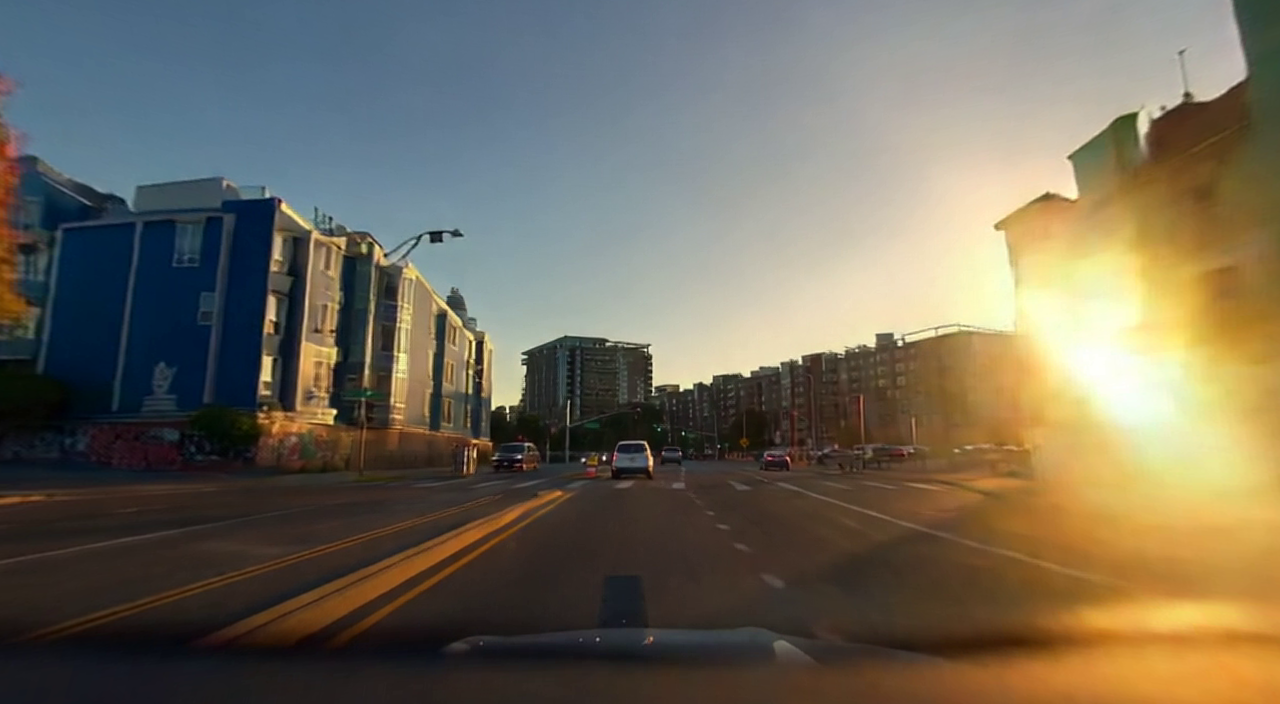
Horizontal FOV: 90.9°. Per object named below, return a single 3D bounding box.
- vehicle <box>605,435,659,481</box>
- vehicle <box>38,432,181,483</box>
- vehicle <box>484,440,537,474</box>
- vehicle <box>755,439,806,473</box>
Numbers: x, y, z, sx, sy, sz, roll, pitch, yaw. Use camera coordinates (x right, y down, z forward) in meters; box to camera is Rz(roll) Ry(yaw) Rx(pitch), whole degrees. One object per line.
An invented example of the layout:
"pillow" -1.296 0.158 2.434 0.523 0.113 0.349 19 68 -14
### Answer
"vehicle" -0.319 4.581 27.591 2.160 1.786 4.702 0 -8 0
"vehicle" -39.031 7.784 46.622 7.491 3.562 2.925 1 -8 -4
"vehicle" -8.376 6.821 41.280 2.393 2.059 4.739 0 -8 2
"vehicle" 7.637 5.667 34.649 1.952 1.749 4.311 0 -8 2
